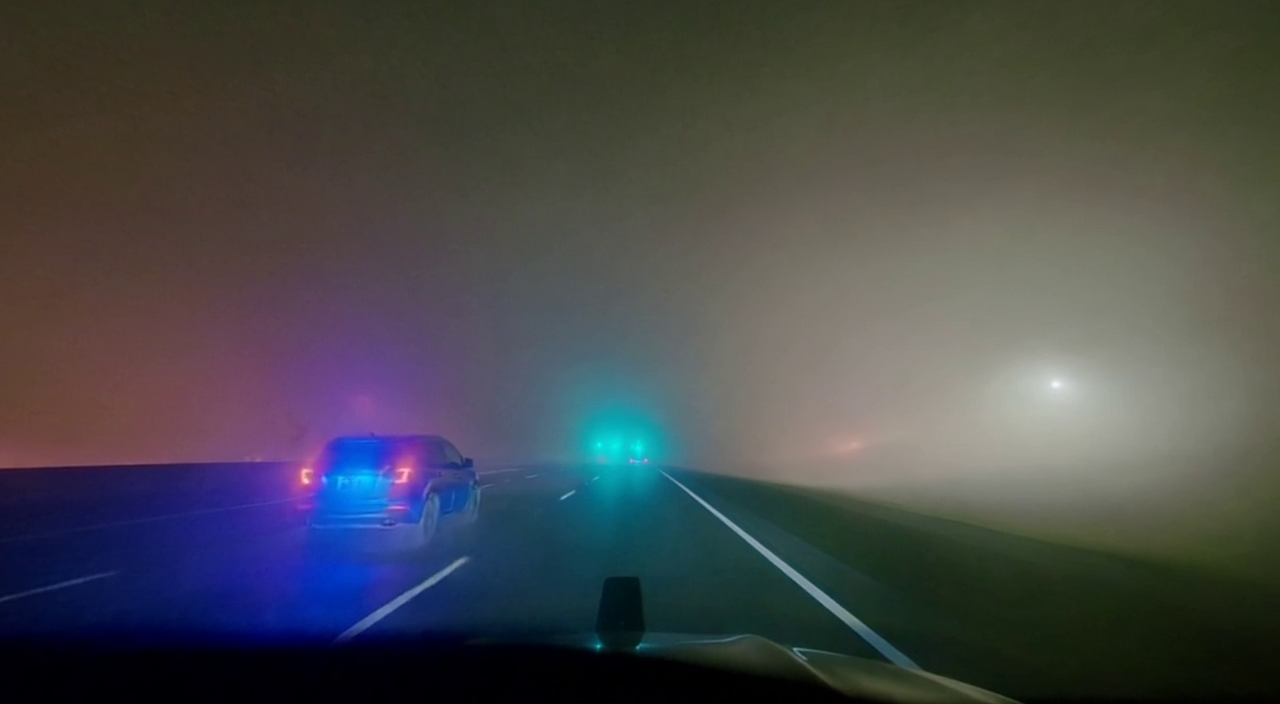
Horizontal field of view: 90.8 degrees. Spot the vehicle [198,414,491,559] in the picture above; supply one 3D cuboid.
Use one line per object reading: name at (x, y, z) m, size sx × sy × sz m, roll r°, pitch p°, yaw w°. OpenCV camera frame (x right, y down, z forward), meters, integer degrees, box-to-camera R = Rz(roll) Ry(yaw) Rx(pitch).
vehicle at (-4.216, 2.028, 10.284) m, size 2.272 × 1.759 × 5.058 m, roll 0°, pitch -9°, yaw 0°
